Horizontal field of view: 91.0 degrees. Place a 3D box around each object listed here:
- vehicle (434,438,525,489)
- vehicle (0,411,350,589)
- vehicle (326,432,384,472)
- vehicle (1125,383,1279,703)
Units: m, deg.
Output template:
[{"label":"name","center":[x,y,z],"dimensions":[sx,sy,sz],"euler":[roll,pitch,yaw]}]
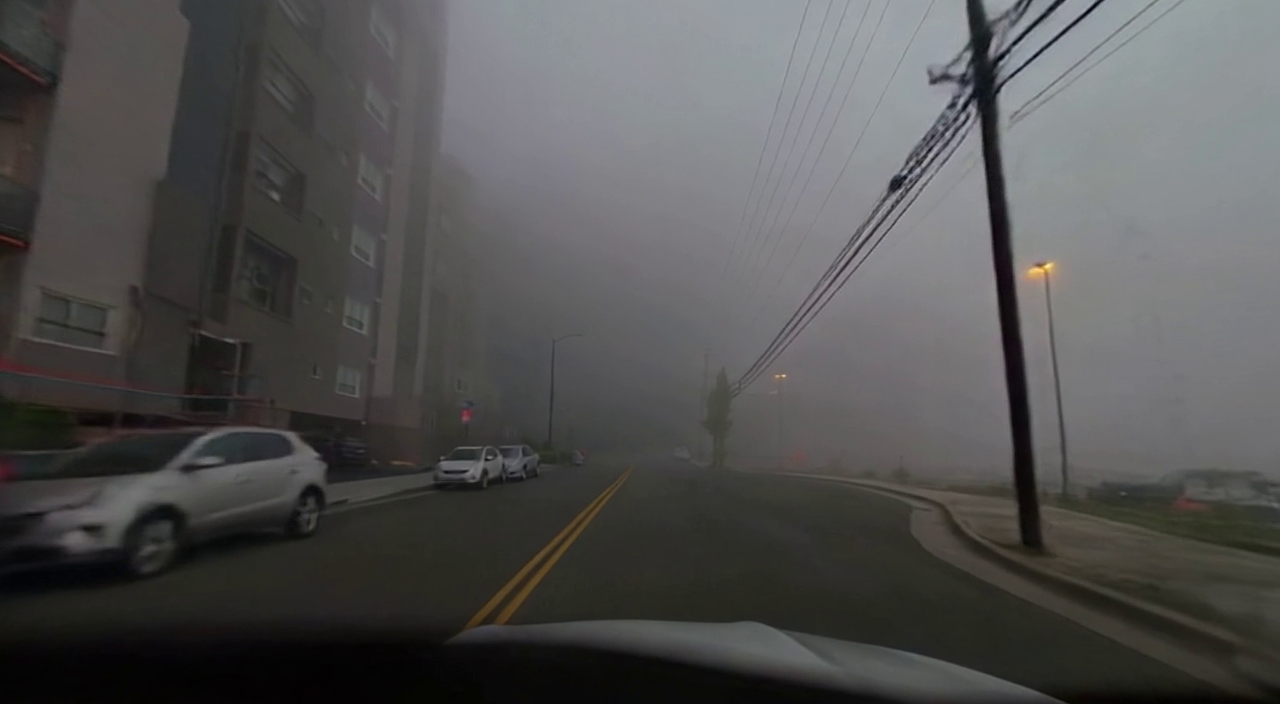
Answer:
[{"label":"vehicle","center":[-5.737,4.033,23.124],"dimensions":[1.998,1.633,4.673],"euler":[0,-9,1]},{"label":"vehicle","center":[-6.062,1.762,8.416],"dimensions":[1.991,1.683,4.647],"euler":[0,-9,2]},{"label":"vehicle","center":[-12.819,4.439,28.136],"dimensions":[1.998,1.576,5.203],"euler":[4,-10,-27]},{"label":"vehicle","center":[3.762,0.768,0.936],"dimensions":[2.097,1.777,5.003],"euler":[0,-9,0]}]
